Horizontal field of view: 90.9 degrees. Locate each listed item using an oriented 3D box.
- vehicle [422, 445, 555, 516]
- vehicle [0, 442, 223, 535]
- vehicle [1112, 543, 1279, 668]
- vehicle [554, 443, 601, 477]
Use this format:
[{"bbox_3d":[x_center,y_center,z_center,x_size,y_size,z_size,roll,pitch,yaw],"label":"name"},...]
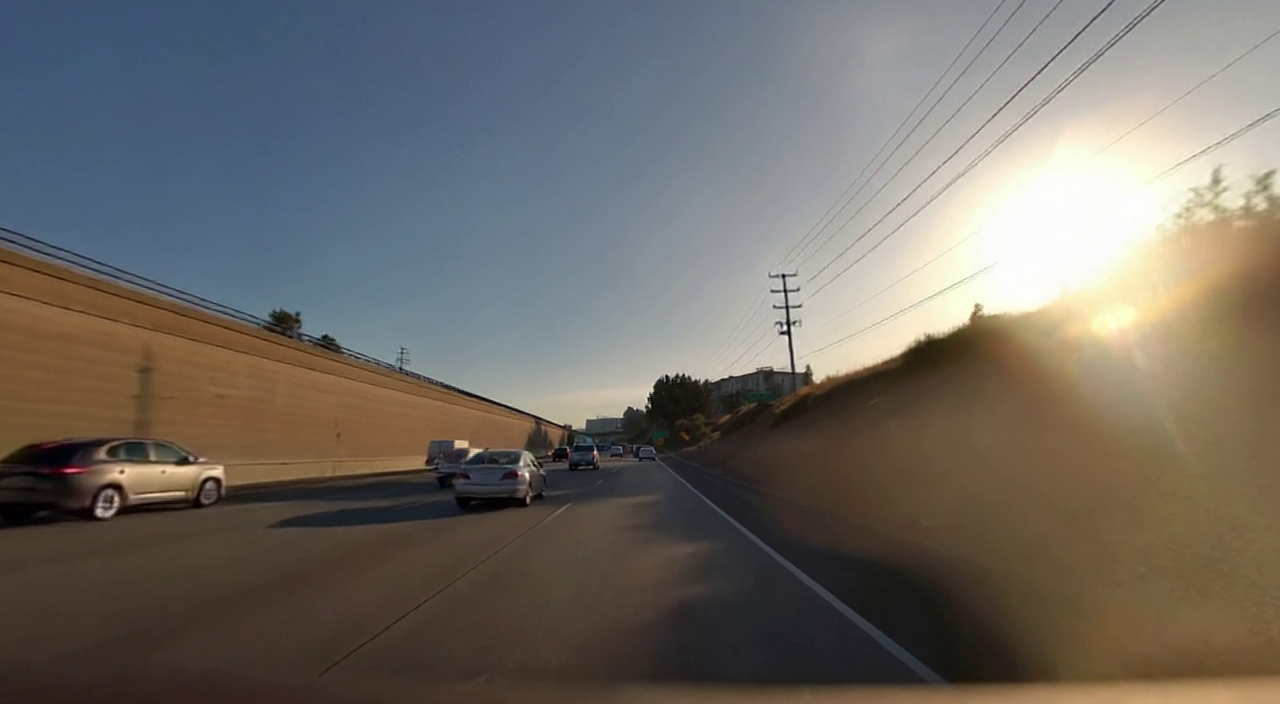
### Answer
[{"bbox_3d":[-3.438,2.993,15.292,2.056,1.449,4.330,0,-8,1],"label":"vehicle"},{"bbox_3d":[-11.156,2.588,12.773,1.978,1.498,4.940,0,-8,1],"label":"vehicle"},{"bbox_3d":[12.231,5.079,13.121,1.853,1.586,3.727,0,-8,-1],"label":"vehicle"},{"bbox_3d":[-3.372,5.944,35.071,2.052,1.731,4.372,0,-8,2],"label":"vehicle"}]
